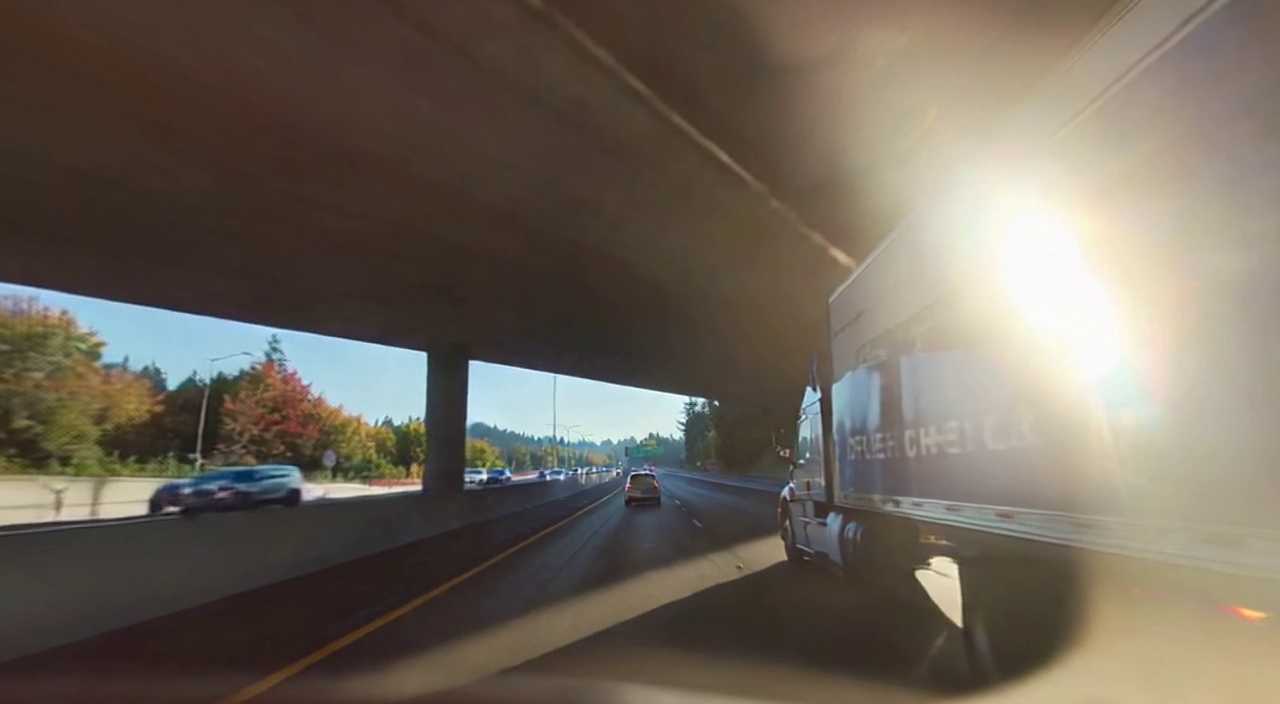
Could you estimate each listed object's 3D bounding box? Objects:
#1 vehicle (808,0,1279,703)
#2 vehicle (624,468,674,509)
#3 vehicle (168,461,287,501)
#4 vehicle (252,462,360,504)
[{"bbox_3d":[4.196,0.503,5.238,2.980,3.834,9.423,1,-10,0],"label":"vehicle"},{"bbox_3d":[0.422,6.223,29.118,2.124,1.653,4.857,1,-10,1],"label":"vehicle"},{"bbox_3d":[-16.818,5.272,25.965,1.983,1.469,4.165,1,-10,1],"label":"vehicle"},{"bbox_3d":[-12.944,5.085,24.744,1.756,1.448,4.305,1,-10,1],"label":"vehicle"}]
